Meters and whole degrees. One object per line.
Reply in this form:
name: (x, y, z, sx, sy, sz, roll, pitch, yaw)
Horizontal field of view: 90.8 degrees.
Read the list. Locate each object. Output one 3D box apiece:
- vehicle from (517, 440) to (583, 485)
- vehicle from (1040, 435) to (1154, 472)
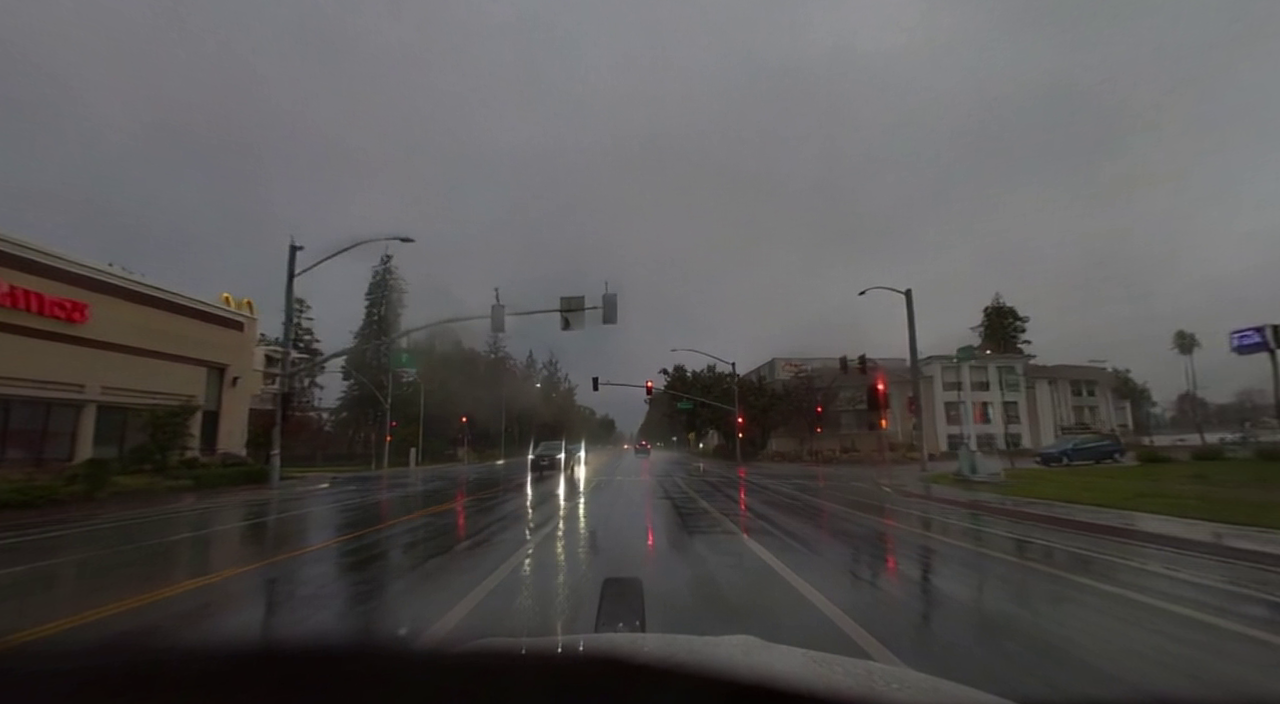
vehicle: (-3.310, 4.124, 23.937, 1.915, 1.553, 3.846, 0, -8, 0)
vehicle: (23.266, 5.177, 32.303, 4.246, 1.750, 1.954, -1, -8, 1)
